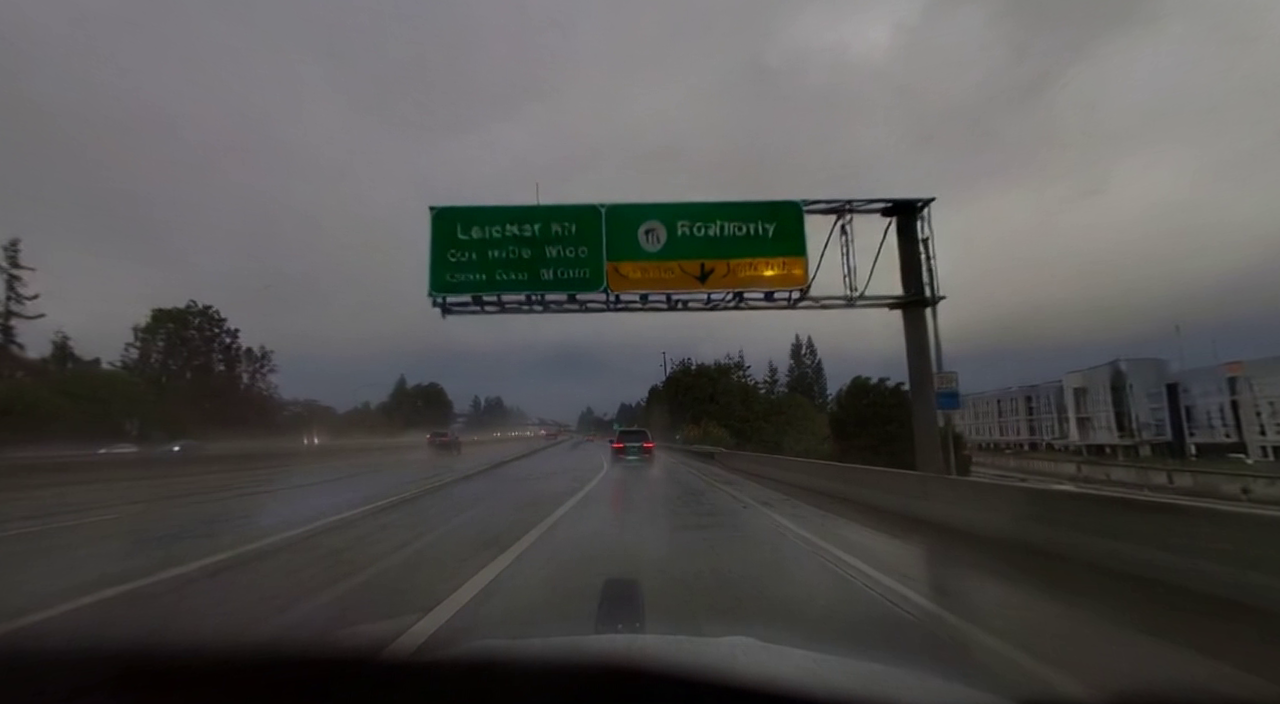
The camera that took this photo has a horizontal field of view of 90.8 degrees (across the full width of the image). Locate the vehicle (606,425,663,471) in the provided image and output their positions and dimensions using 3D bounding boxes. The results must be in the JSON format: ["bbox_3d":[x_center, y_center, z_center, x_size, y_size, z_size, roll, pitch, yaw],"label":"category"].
[{"bbox_3d":[-0.278,4.558,30.131,2.497,1.957,5.432,0,-8,-1],"label":"vehicle"}]
